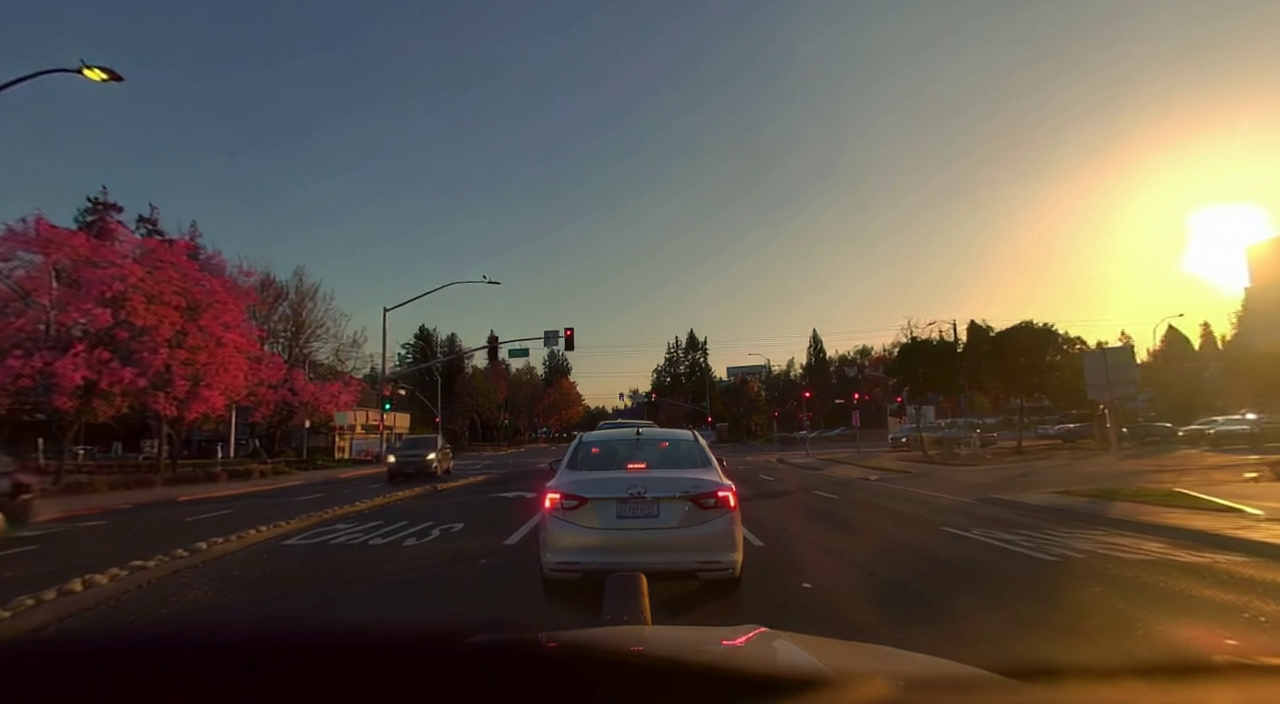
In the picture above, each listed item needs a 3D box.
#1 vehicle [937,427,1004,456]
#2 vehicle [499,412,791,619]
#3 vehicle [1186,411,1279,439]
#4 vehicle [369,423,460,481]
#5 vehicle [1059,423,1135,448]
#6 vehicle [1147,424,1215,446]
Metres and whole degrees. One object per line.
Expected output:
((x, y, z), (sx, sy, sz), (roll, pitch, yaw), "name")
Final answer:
((18.377, 4.960, 34.983), (2.053, 1.495, 4.091), (-8, -12, 44), "vehicle")
((0.011, 1.482, 6.666), (2.112, 1.482, 4.057), (0, -8, -1), "vehicle")
((36.315, 4.550, 38.620), (1.848, 1.581, 4.475), (0, -8, 3), "vehicle")
((-8.936, 4.001, 25.553), (2.378, 2.084, 5.225), (1, -8, -8), "vehicle")
((34.756, 6.389, 48.038), (4.294, 1.557, 1.744), (-4, -7, 1), "vehicle")
((41.104, 6.317, 47.906), (3.573, 1.432, 1.604), (-3, -7, 2), "vehicle")
